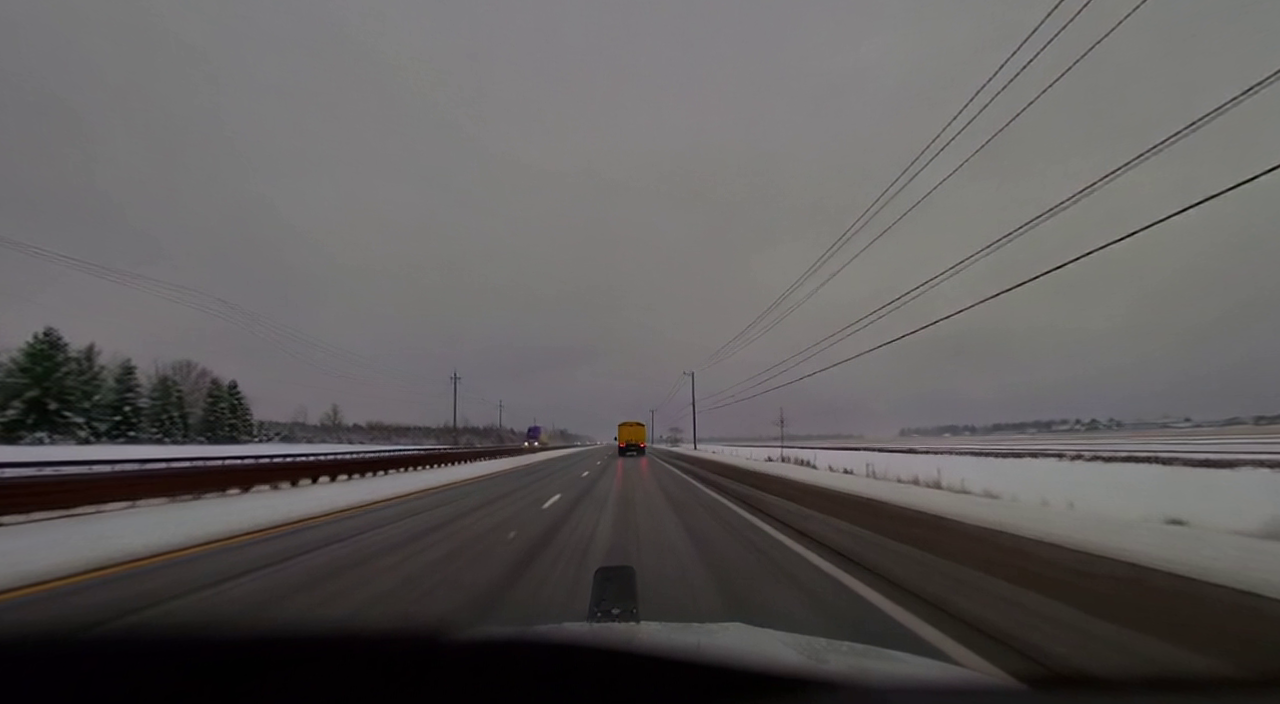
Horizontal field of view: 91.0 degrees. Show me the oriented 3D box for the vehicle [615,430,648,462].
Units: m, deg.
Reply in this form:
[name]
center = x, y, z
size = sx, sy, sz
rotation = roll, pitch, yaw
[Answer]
[vehicle]
center = -0.659, 6.651, 44.783
size = 2.240, 2.129, 4.480
rotation = 0, -8, -2
